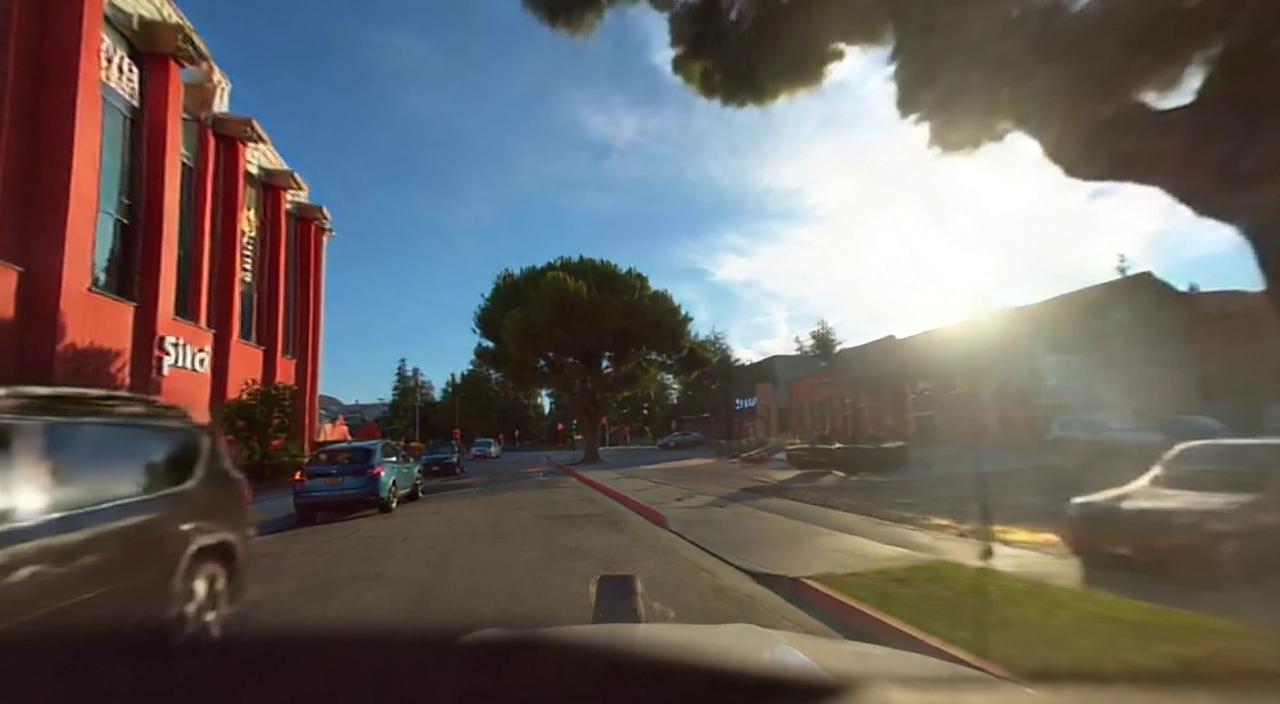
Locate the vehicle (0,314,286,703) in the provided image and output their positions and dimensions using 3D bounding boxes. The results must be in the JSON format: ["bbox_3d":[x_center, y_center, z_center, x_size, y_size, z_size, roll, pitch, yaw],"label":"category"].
[{"bbox_3d":[-3.164,0.778,2.105,2.065,1.773,4.128,1,-8,-9],"label":"vehicle"}]

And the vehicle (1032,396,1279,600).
[{"bbox_3d":[6.079,1.300,6.590,3.575,1.473,1.785,-1,-8,-32],"label":"vehicle"}]

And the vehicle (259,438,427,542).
[{"bbox_3d":[-5.246,2.392,11.733,1.768,1.539,4.147,1,-8,-11],"label":"vehicle"}]
